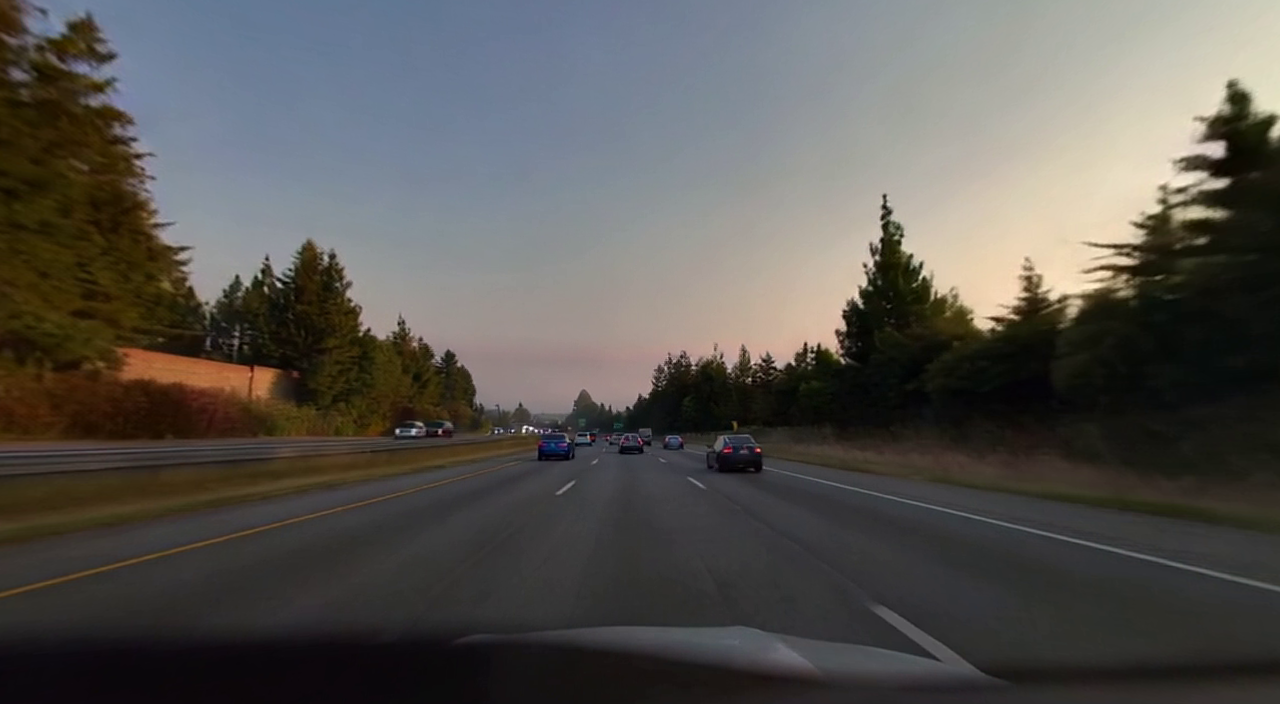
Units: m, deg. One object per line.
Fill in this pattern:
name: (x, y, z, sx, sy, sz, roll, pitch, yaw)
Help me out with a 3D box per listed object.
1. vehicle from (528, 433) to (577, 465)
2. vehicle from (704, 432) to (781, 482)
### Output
vehicle: (-4.369, 4.876, 31.942, 1.941, 1.529, 4.111, 0, -8, -1)
vehicle: (3.430, 3.562, 21.756, 1.883, 1.536, 3.792, 0, -8, -2)
